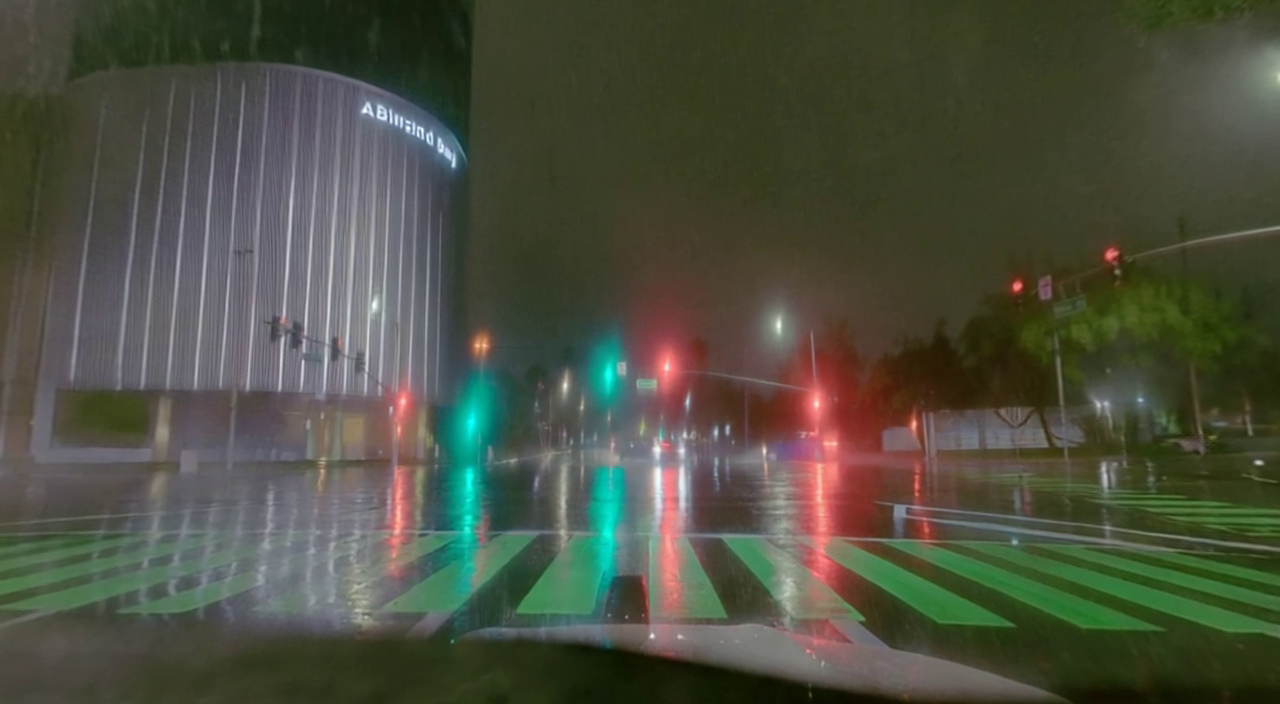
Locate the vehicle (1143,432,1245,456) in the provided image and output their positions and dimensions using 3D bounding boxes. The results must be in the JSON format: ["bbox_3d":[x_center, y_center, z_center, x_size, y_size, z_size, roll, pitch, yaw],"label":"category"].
[{"bbox_3d":[36.151,6.014,41.205,4.767,1.456,1.858,-1,-8,3],"label":"vehicle"}]

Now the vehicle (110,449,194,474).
[{"bbox_3d":[-33.071,7.401,42.755,4.136,1.661,1.857,0,-8,1],"label":"vehicle"}]

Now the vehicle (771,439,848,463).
[{"bbox_3d":[10.632,6.240,39.791,4.529,1.457,1.981,-2,-9,10],"label":"vehicle"}]

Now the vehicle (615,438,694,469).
[{"bbox_3d":[0.619,5.164,32.324,2.280,1.454,4.836,3,-9,-22],"label":"vehicle"}]

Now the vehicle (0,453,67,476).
[{"bbox_3d":[-41.659,7.631,42.769,3.698,1.467,1.779,0,-8,1],"label":"vehicle"}]
